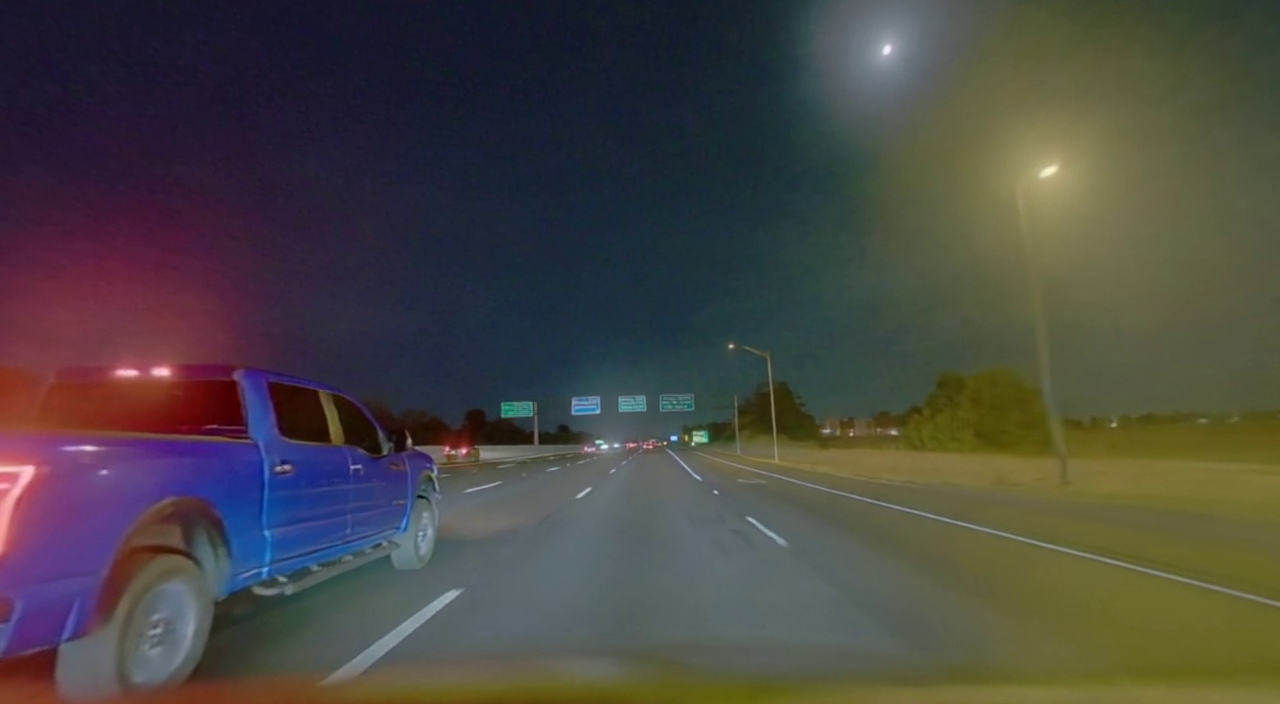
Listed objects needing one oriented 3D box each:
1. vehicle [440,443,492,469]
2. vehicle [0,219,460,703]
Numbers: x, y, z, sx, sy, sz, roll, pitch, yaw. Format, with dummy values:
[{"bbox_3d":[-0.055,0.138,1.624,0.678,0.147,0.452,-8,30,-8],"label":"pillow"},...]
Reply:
[{"bbox_3d":[-10.831,6.495,39.619,1.957,1.565,4.311,0,-8,1],"label":"vehicle"},{"bbox_3d":[-3.566,0.913,4.611,2.601,2.084,6.068,0,-8,1],"label":"vehicle"}]
